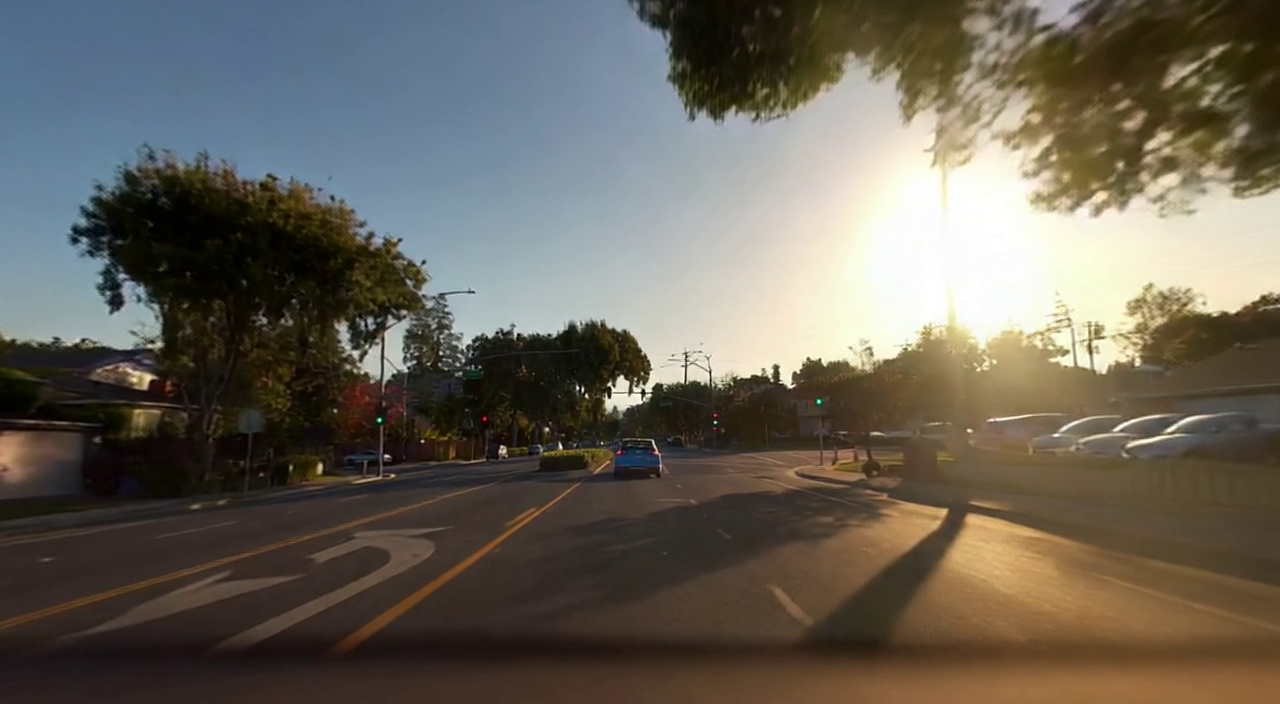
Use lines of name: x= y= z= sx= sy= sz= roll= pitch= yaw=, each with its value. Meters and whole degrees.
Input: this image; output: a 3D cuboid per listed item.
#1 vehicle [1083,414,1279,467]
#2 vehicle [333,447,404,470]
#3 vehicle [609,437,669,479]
vehicle: x=16.194 y=2.679 z=18.997 sx=4.275 sy=1.499 sz=1.882 roll=0 pitch=-9 yaw=0
vehicle: x=-20.974 y=8.260 z=48.884 sx=4.588 sy=1.703 sz=1.879 roll=0 pitch=-9 yaw=1
vehicle: x=-0.029 y=3.992 z=23.980 sx=2.104 sy=1.462 sz=3.991 roll=0 pitch=-9 yaw=0
